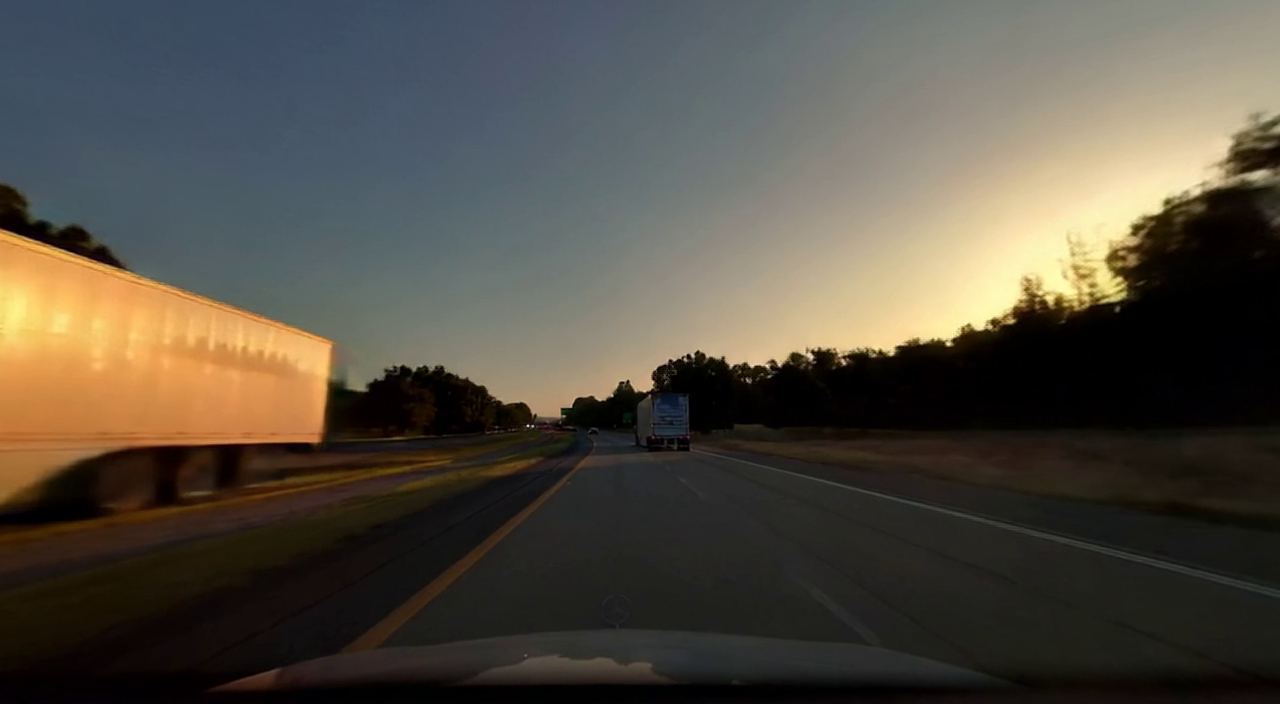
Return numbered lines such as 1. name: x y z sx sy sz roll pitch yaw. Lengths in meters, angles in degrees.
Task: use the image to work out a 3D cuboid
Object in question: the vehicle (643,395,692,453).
1. vehicle: 1.879 5.420 46.817 2.949 3.877 8.528 0 -8 -2
